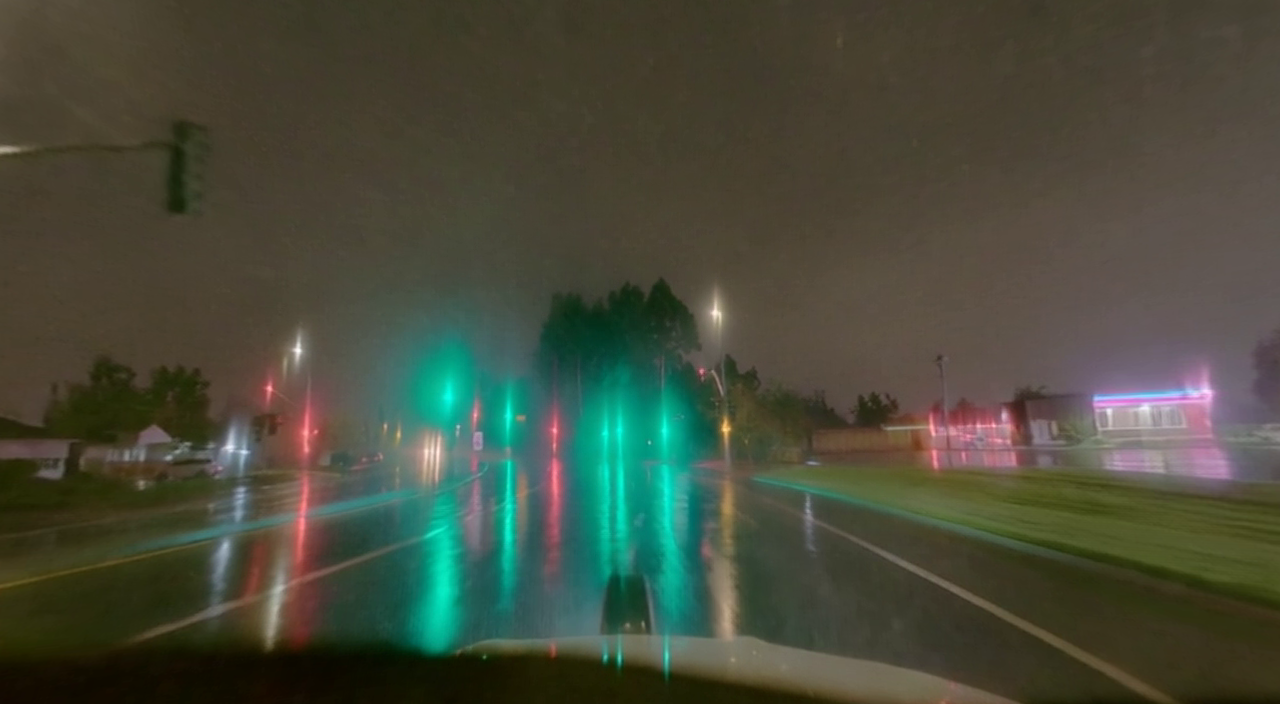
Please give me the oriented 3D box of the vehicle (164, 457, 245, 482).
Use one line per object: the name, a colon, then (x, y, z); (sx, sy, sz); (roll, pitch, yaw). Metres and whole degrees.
vehicle: (-31.862, 8.562, 46.162); (4.559, 1.608, 1.961); (-2, -8, 5)
